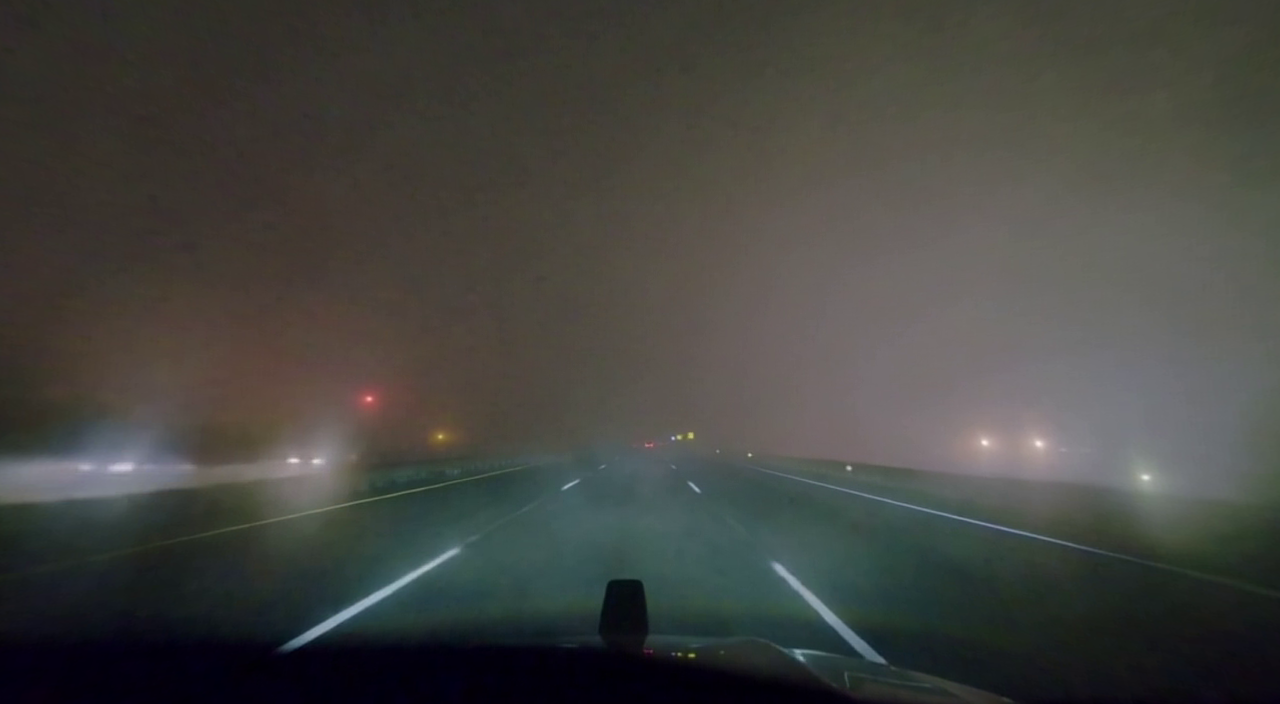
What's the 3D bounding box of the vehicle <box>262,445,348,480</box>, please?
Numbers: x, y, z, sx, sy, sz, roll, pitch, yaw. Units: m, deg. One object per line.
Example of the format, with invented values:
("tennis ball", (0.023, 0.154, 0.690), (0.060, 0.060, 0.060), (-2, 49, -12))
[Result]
("vehicle", (-16.729, 5.511, 31.678), (1.893, 1.617, 4.251), (0, -8, 1))
